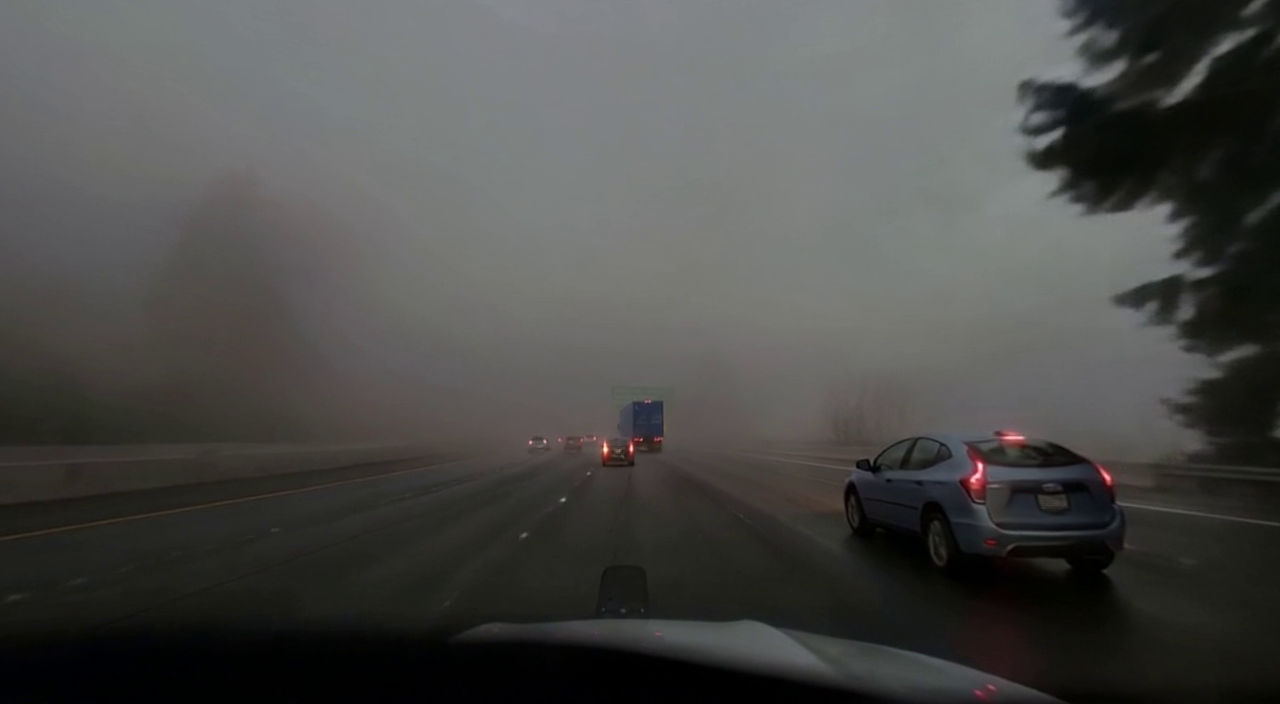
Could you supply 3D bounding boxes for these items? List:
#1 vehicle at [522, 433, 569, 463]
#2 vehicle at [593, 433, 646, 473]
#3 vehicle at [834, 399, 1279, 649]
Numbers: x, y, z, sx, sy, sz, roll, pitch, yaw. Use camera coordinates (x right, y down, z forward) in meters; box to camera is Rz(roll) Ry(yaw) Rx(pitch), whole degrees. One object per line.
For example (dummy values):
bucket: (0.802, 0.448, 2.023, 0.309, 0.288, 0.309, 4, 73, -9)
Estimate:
vehicle: (-5.107, 5.271, 34.675, 2.072, 1.512, 4.043, 0, -9, -2)
vehicle: (-0.837, 4.135, 26.020, 2.020, 1.516, 3.951, 0, -9, -2)
vehicle: (3.517, 1.347, 5.972, 1.971, 1.472, 4.301, 0, -9, 0)
